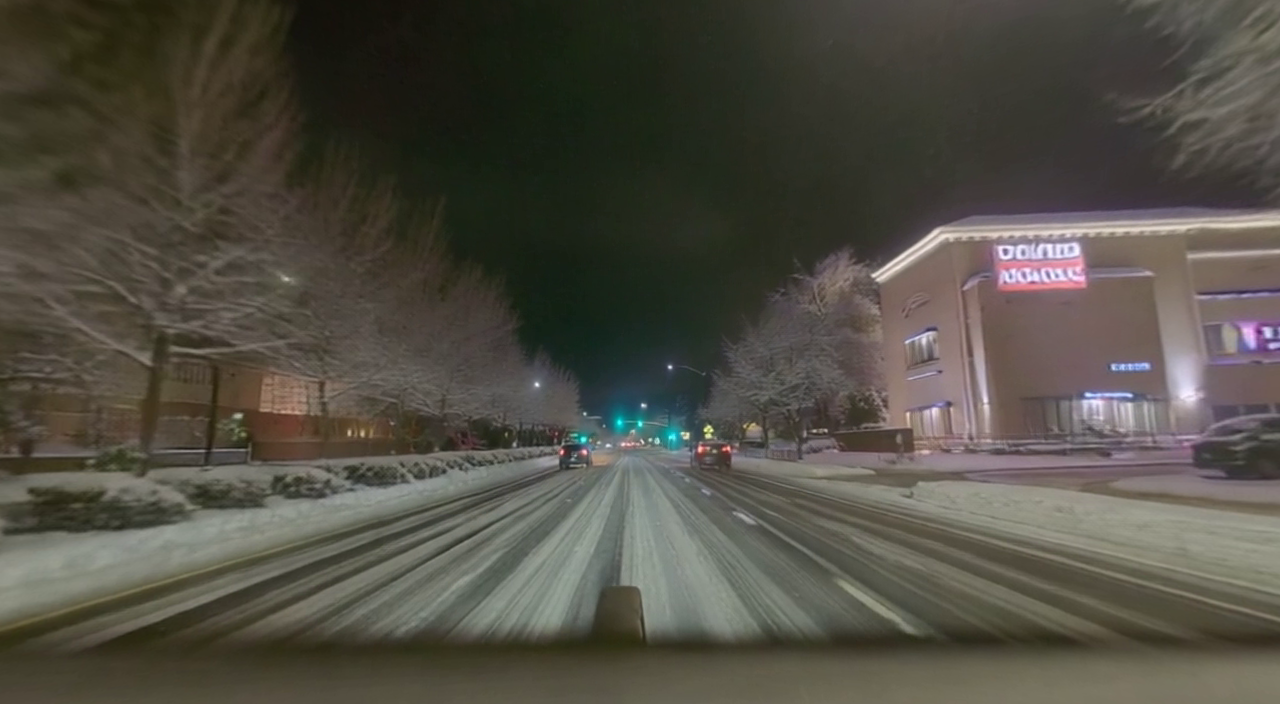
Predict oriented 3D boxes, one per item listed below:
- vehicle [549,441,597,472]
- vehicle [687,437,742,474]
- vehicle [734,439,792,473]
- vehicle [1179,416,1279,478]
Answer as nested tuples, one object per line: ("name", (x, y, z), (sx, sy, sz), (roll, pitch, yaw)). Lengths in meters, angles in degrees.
("vehicle", (-3.339, 5.277, 32.035), (2.005, 1.477, 4.169), (0, -8, 0))
("vehicle", (3.681, 5.188, 31.829), (2.083, 1.743, 4.354), (0, -8, -3))
("vehicle", (6.745, 5.734, 34.957), (2.182, 1.744, 4.600), (0, -8, -1))
("vehicle", (17.386, 2.454, 16.345), (2.136, 1.567, 4.816), (0, -10, -7))
